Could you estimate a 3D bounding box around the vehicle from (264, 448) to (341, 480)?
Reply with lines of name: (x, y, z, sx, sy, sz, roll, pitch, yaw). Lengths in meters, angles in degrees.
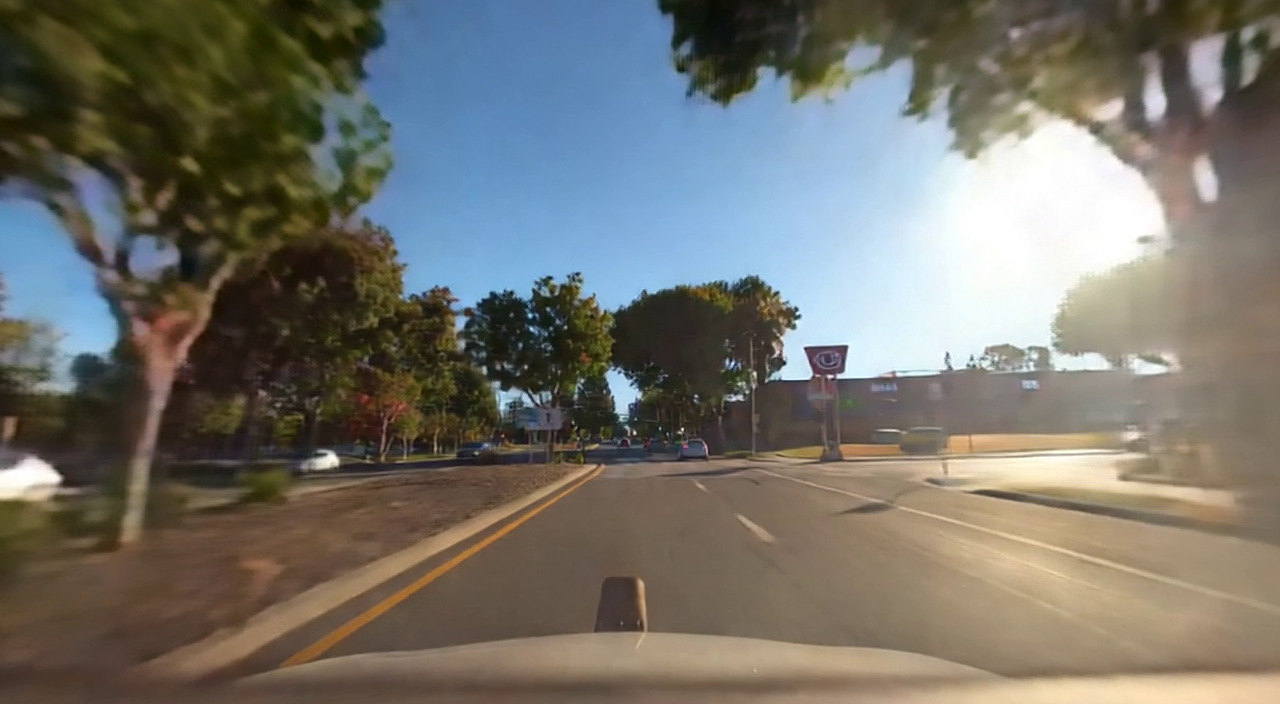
vehicle: (-18.542, 6.138, 34.963, 1.827, 1.546, 4.506, 0, -8, -1)

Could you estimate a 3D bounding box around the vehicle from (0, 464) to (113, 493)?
vehicle: (-32.010, 6.917, 34.618, 4.350, 1.465, 1.922, 1, -8, -7)

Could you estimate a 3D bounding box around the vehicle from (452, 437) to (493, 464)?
vehicle: (-11.908, 7.012, 45.221, 1.953, 1.761, 4.702, 1, -8, -4)

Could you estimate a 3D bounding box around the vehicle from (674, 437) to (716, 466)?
vehicle: (3.162, 5.859, 37.339, 1.961, 1.580, 4.020, 0, -8, -2)

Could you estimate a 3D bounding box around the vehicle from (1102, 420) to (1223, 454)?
vehicle: (30.963, 5.057, 37.544, 5.373, 1.958, 2.152, 0, -8, -3)
